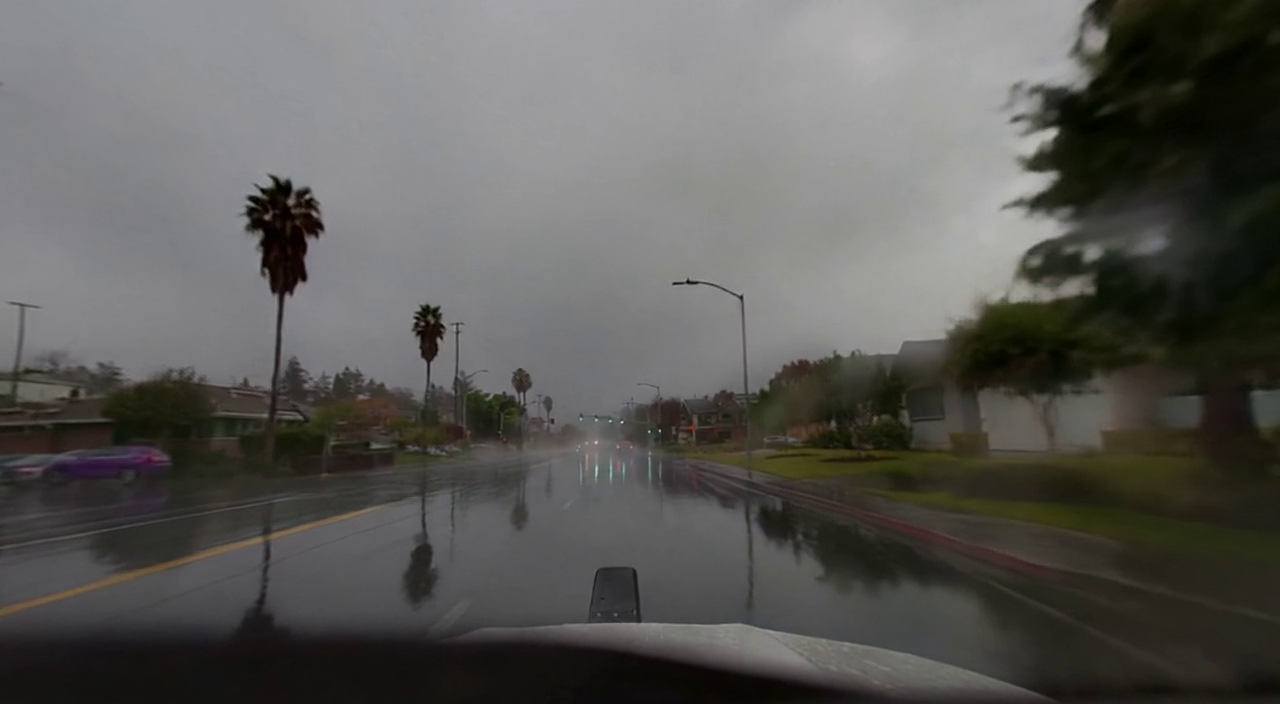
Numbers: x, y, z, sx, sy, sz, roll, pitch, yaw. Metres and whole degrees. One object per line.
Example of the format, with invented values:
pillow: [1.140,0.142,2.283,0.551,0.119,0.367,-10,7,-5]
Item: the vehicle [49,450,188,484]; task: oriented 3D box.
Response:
vehicle: [-23.716,5.215,28.856,4.567,1.447,1.892,0,-9,-1]
